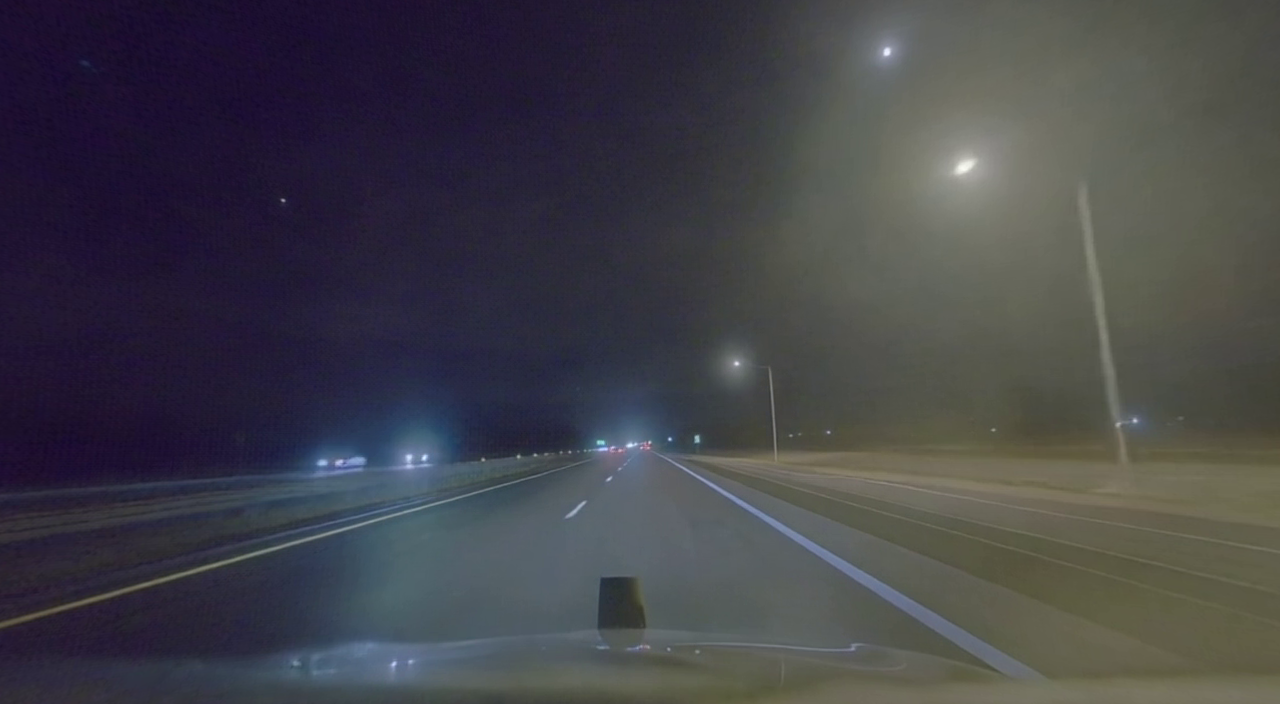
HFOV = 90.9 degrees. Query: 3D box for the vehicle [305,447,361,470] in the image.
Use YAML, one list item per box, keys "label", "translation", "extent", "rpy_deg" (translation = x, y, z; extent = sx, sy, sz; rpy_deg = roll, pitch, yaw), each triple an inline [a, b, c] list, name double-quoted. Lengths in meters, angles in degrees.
- label: "vehicle"
  translation: [-22.671, 7.829, 46.682]
  extent: [1.899, 1.616, 4.219]
  rpy_deg: [0, -8, 2]
